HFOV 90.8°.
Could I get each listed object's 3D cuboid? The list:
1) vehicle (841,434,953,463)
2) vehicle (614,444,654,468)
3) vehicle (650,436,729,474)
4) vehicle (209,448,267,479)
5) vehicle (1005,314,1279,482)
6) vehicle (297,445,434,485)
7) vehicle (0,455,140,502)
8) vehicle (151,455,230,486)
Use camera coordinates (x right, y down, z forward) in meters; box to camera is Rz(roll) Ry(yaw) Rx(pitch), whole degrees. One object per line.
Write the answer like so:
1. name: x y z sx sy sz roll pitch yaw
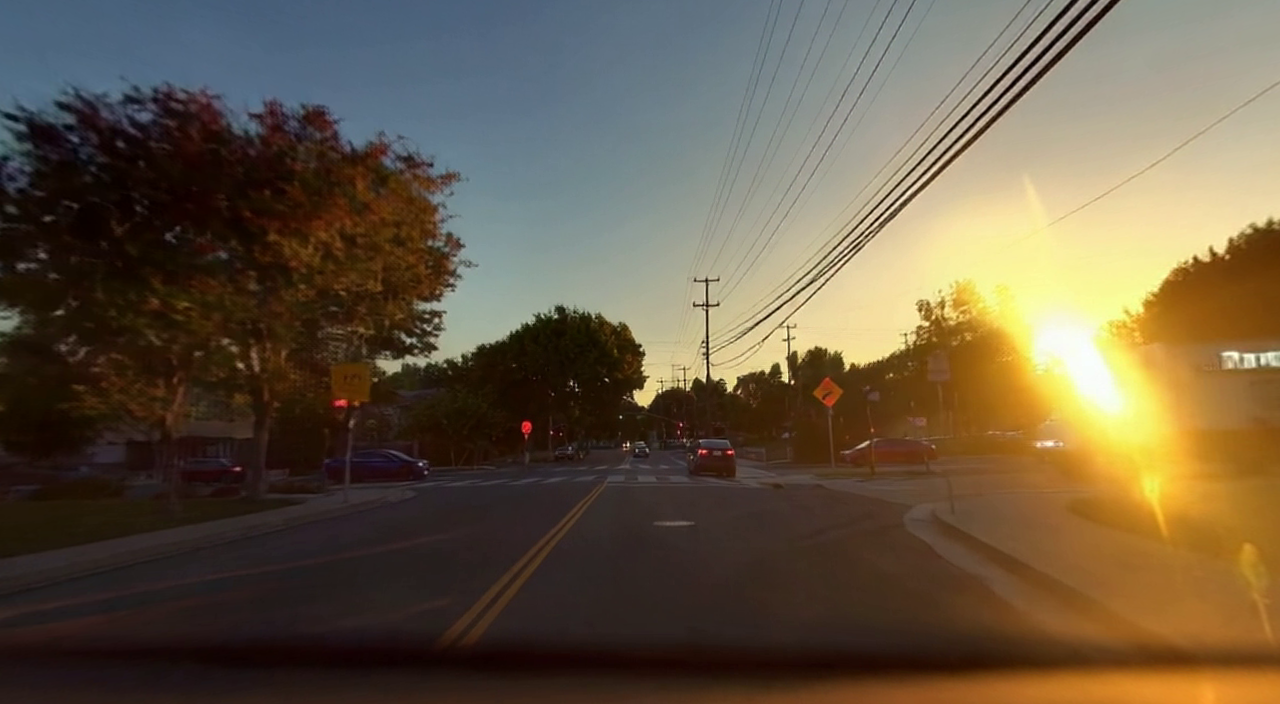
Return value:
1. vehicle: 13.076 4.942 32.364 4.872 1.400 1.955 -1 -8 2
2. vehicle: -0.439 6.686 40.809 1.874 1.427 3.976 2 -9 -12
3. vehicle: 2.554 5.553 34.455 2.553 1.868 5.536 2 -9 -15
4. vehicle: -30.289 8.405 47.761 2.087 2.103 4.490 0 -9 -10
5. vehicle: 15.084 1.263 15.976 9.897 3.821 2.789 1 -8 -1
6. vehicle: -13.791 5.689 32.104 5.866 1.904 2.197 1 -9 -6
7. vehicle: -25.663 5.438 27.313 5.763 1.855 2.340 2 -8 -8
8. vehicle: -29.201 7.696 41.236 2.085 1.763 4.658 1 -8 -6
